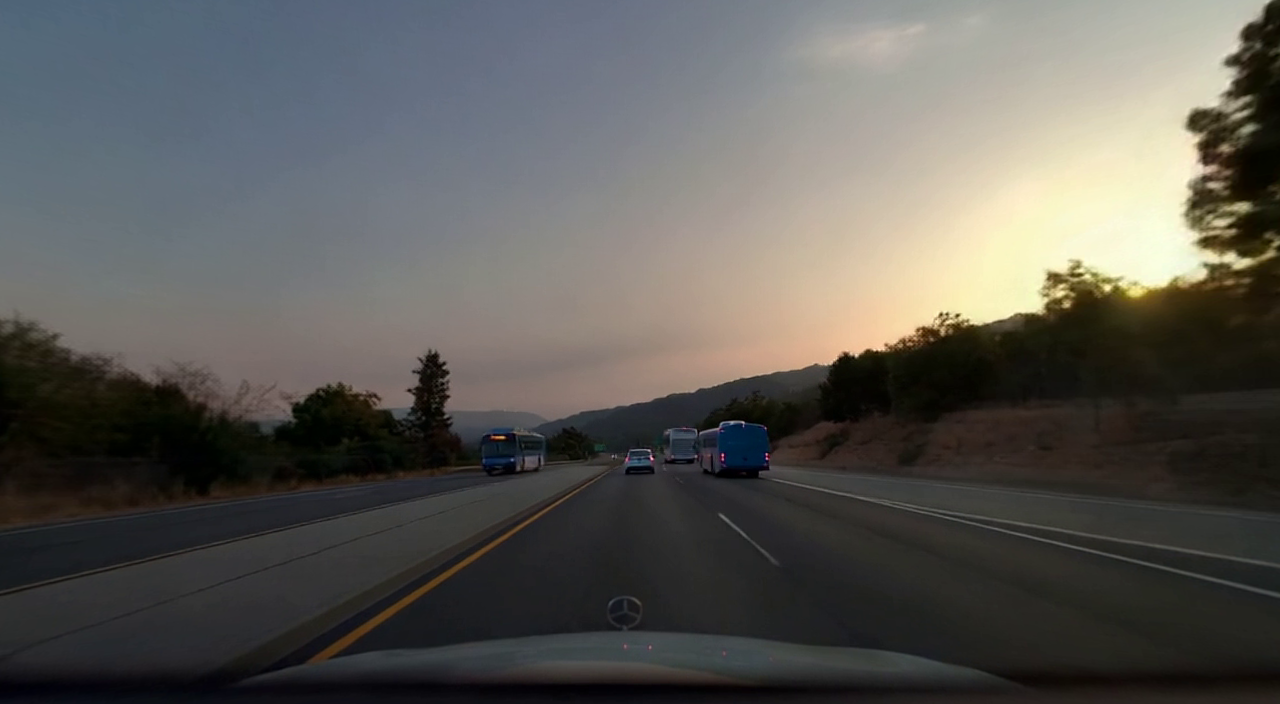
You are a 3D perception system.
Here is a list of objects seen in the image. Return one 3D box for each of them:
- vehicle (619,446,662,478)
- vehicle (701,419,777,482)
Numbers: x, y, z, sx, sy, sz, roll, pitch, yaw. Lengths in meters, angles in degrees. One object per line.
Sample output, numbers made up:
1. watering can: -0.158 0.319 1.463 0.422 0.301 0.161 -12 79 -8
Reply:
1. vehicle: 0.017 5.387 30.999 2.004 1.449 3.817 0 -9 0
2. vehicle: 4.354 4.507 28.888 2.440 2.555 5.957 0 -9 0
